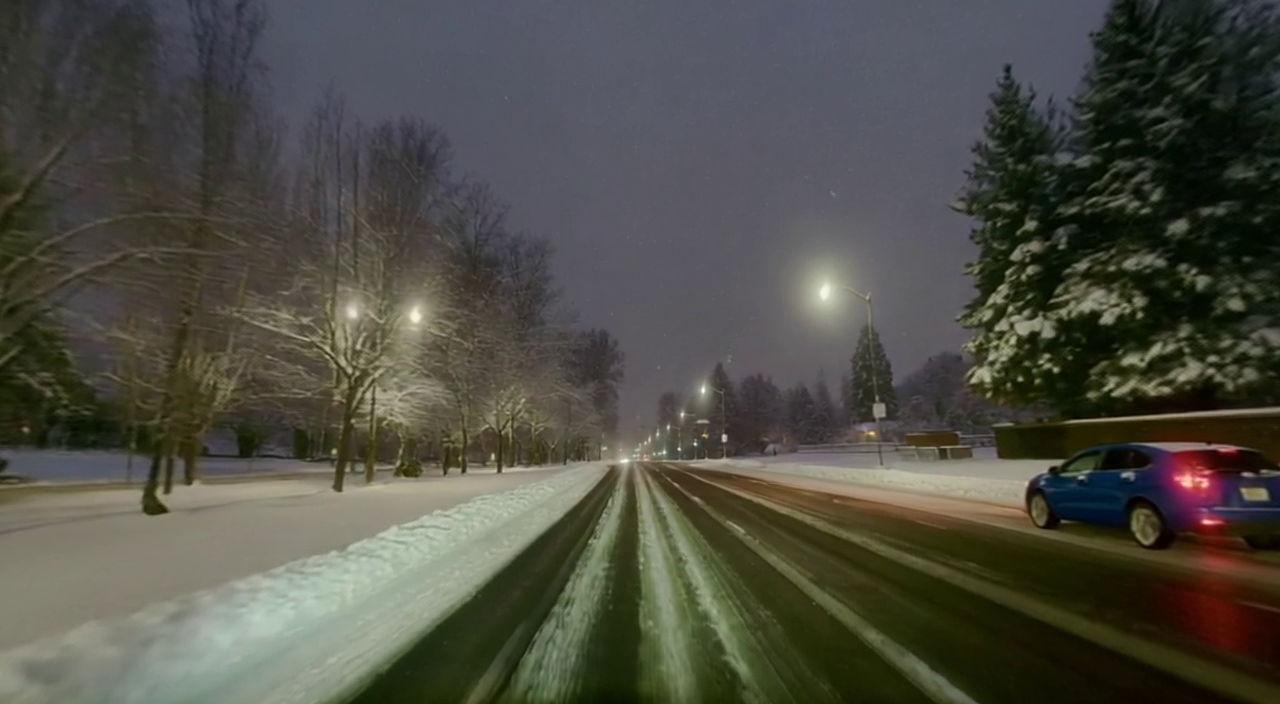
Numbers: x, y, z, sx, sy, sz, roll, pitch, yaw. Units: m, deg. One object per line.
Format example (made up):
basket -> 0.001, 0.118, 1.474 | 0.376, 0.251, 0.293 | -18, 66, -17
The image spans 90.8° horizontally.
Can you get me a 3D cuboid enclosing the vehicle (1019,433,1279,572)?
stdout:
vehicle -> 7.272, 1.923, 8.772 | 1.797, 1.518, 3.433 | 0, -8, -1
